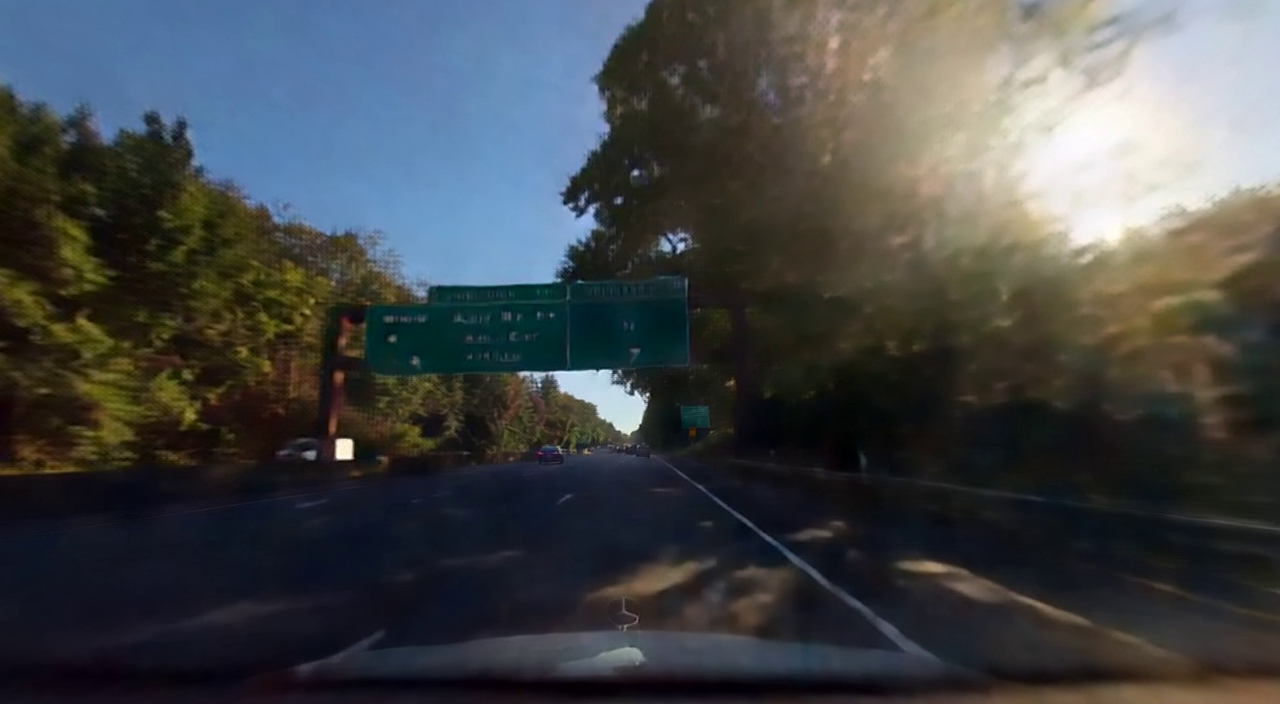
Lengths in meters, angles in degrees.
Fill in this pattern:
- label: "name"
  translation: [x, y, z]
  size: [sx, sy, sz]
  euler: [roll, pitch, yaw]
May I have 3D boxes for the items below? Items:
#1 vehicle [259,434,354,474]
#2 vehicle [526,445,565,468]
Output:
- label: "vehicle"
  translation: [-21.475, 6.598, 41.053]
  size: [2.362, 2.345, 6.916]
  euler: [0, -8, 1]
- label: "vehicle"
  translation: [-6.930, 7.736, 46.804]
  size: [2.094, 1.579, 4.655]
  euler: [0, -8, 1]
